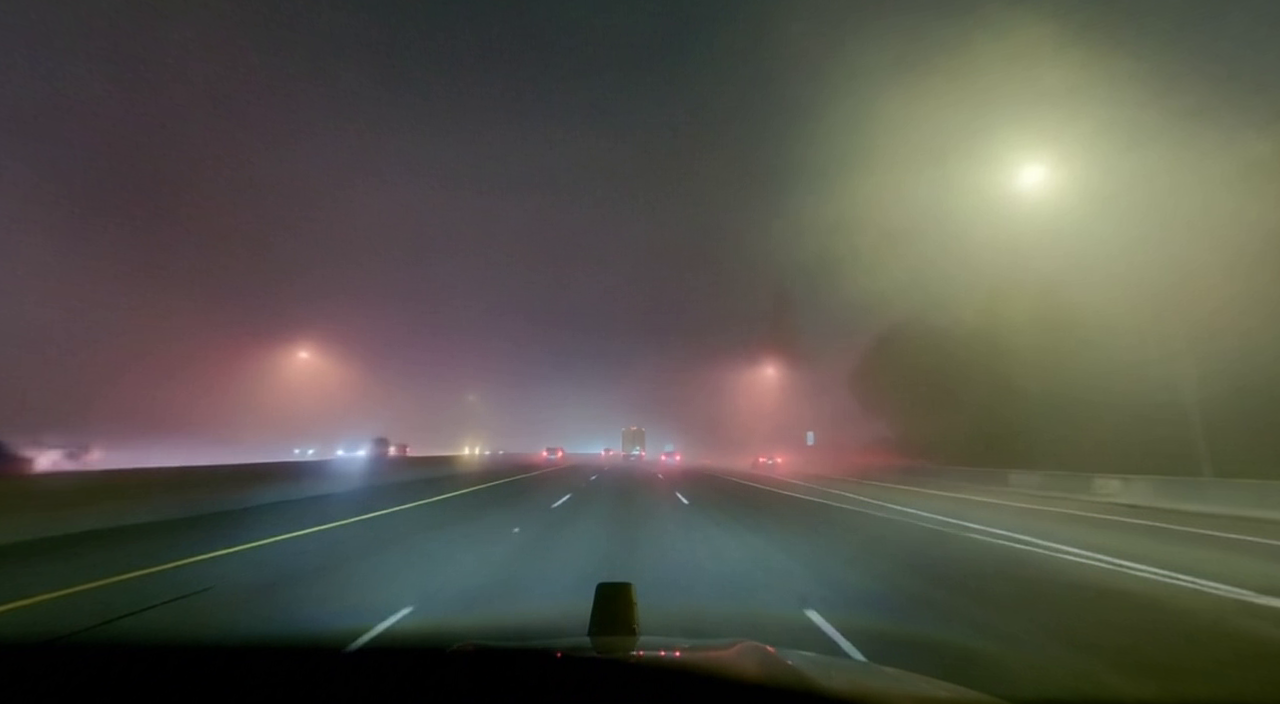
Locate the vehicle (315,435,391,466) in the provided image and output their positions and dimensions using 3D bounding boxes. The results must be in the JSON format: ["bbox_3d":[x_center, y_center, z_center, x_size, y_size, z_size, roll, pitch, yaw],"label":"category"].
[{"bbox_3d":[-19.610,6.775,43.546,2.475,1.913,5.834,0,-9,0],"label":"vehicle"}]

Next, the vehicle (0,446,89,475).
[{"bbox_3d":[-33.734,5.986,35.222,1.973,1.481,4.884,1,-9,-7],"label":"vehicle"}]
